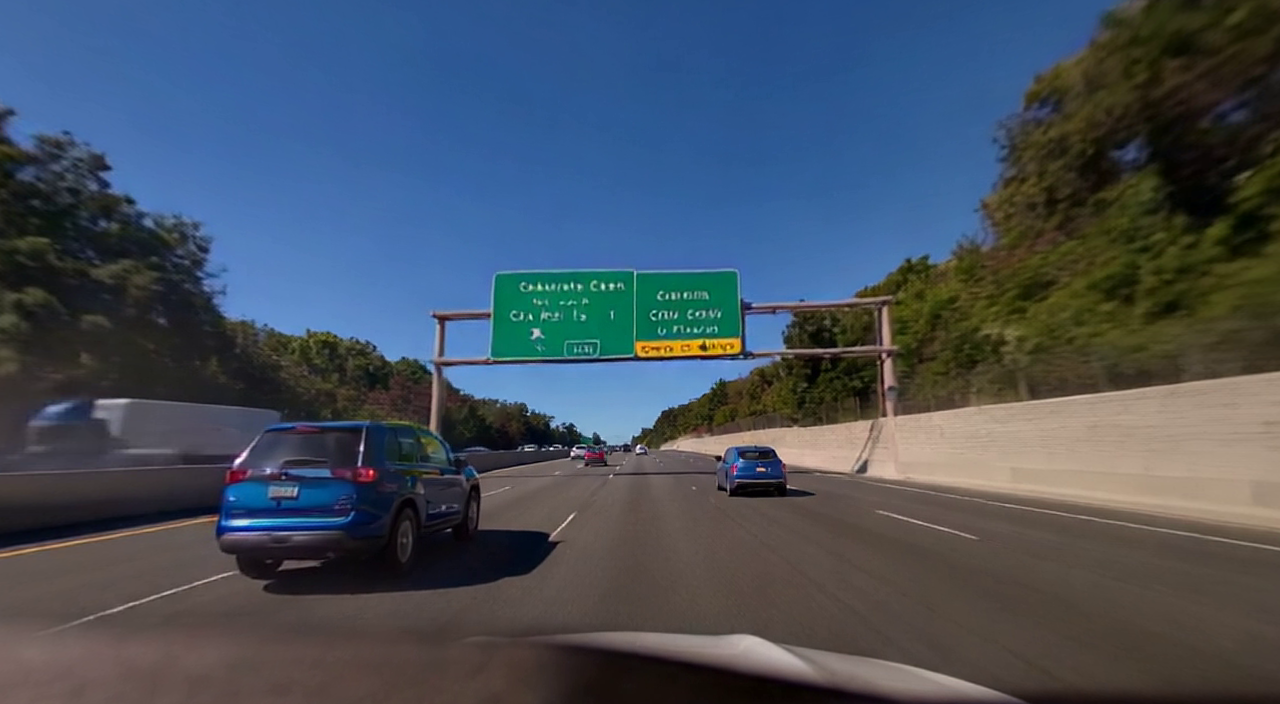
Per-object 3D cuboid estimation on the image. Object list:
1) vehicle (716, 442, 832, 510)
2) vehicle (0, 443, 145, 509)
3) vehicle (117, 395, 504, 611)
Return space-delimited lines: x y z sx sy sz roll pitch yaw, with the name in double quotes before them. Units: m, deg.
"vehicle" 3.211 3.044 15.988 1.979 1.486 4.125 1 -8 -1
"vehicle" -18.217 3.632 18.986 2.096 1.754 5.401 0 -8 1
"vehicle" -3.203 1.568 7.482 2.137 1.756 4.453 0 -8 0
